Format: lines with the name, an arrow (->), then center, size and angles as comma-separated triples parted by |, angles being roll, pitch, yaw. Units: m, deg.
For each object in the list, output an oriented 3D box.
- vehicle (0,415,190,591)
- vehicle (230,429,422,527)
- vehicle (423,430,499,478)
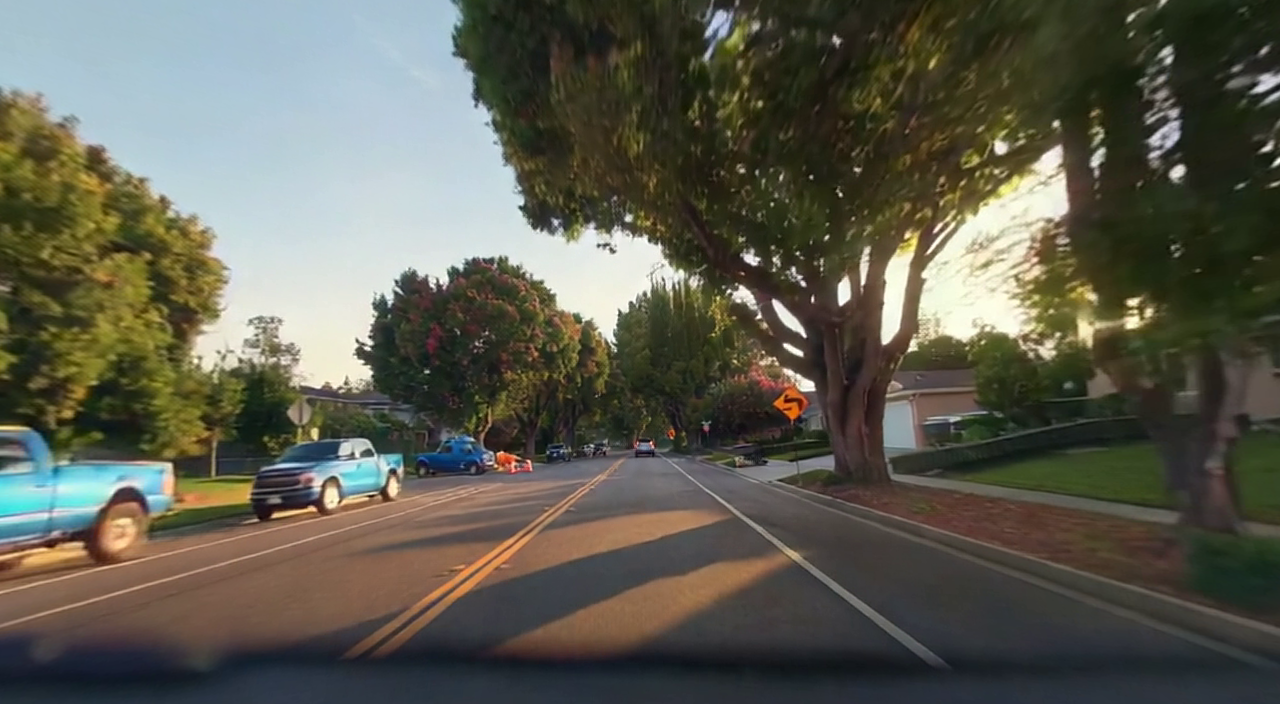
vehicle -> -8.248, 1.746, 6.946 | 2.375, 1.923, 5.790 | -4, -7, 1
vehicle -> -8.239, 3.257, 17.404 | 2.375, 2.016, 5.936 | -4, -7, -1
vehicle -> -10.474, 5.941, 36.836 | 4.120, 2.628, 2.064 | 3, -9, -19
